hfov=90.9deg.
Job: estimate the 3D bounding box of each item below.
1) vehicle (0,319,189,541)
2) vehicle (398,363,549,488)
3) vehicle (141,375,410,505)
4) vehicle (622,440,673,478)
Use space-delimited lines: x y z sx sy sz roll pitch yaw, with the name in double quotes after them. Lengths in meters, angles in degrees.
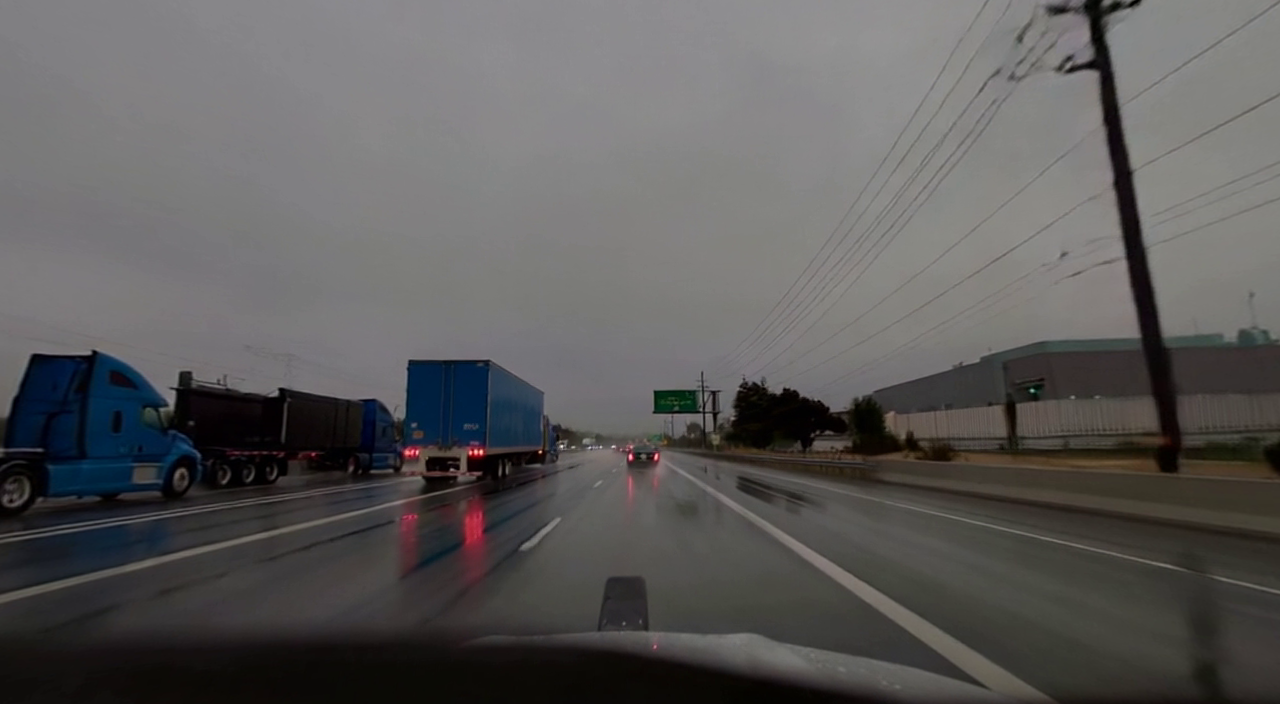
-10.594 1.137 9.165 2.722 3.172 7.167 0 -8 -1 "vehicle"
-6.541 3.515 28.367 2.907 4.081 15.311 0 -8 -1 "vehicle"
-10.571 2.831 20.112 2.896 3.140 9.491 0 -8 0 "vehicle"
0.268 4.676 27.748 2.055 1.514 4.323 0 -8 -1 "vehicle"
